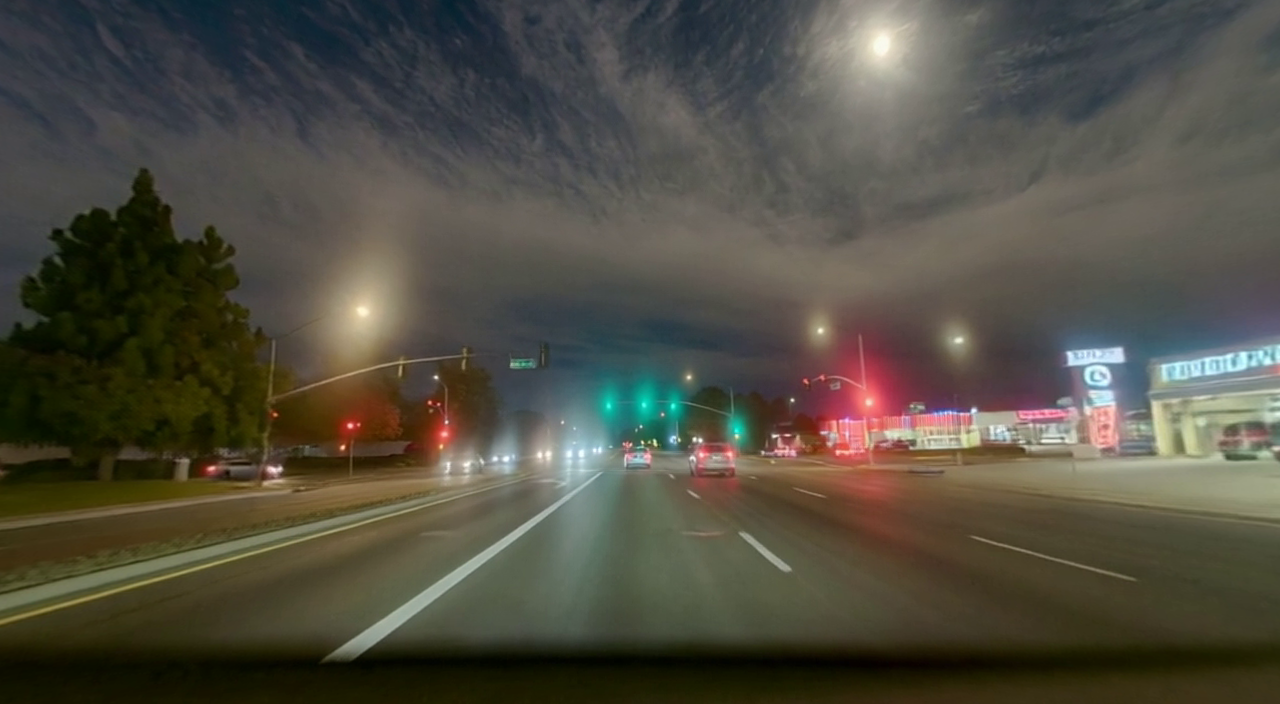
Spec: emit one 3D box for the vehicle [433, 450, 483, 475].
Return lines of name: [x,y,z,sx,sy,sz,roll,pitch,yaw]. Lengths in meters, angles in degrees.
vehicle: [-11.799,7.167,41.344,1.891,1.481,4.533,0,-8,0]

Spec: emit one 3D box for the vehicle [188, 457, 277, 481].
vehicle: [-30.680,8.836,47.686,5.007,1.652,2.378,0,-8,-1]

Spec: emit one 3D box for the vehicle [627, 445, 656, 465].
vehicle: [0.094,7.888,48.556,2.135,1.468,4.076,0,-8,-1]

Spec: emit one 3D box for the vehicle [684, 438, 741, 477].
vehicle: [3.311,4.924,29.724,2.022,1.643,4.326,0,-8,-2]
